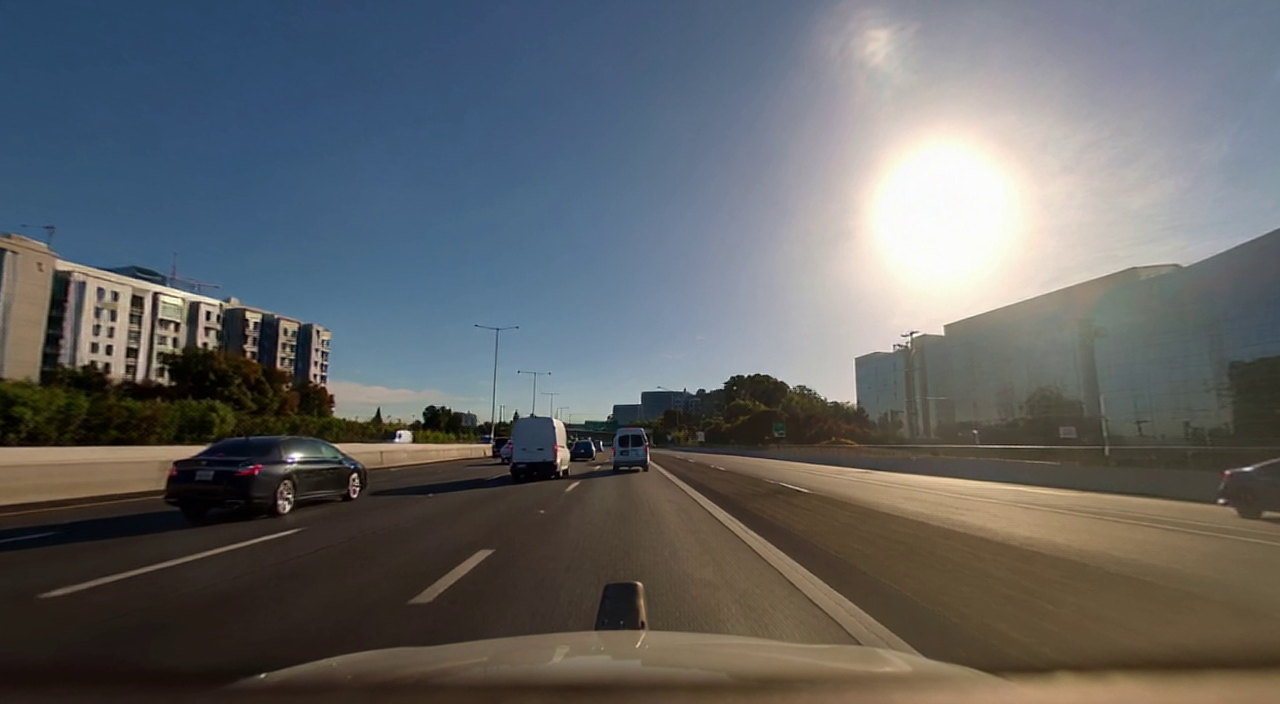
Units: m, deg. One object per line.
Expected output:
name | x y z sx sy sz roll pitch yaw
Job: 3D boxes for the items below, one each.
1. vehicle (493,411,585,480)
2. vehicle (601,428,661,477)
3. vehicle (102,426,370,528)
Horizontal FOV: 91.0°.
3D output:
vehicle | -3.647 3.584 24.107 2.504 2.276 5.933 0 -9 0
vehicle | -0.330 4.036 25.440 2.207 1.807 4.199 0 -9 0
vehicle | -7.003 2.205 11.697 1.959 1.493 4.575 0 -9 0
